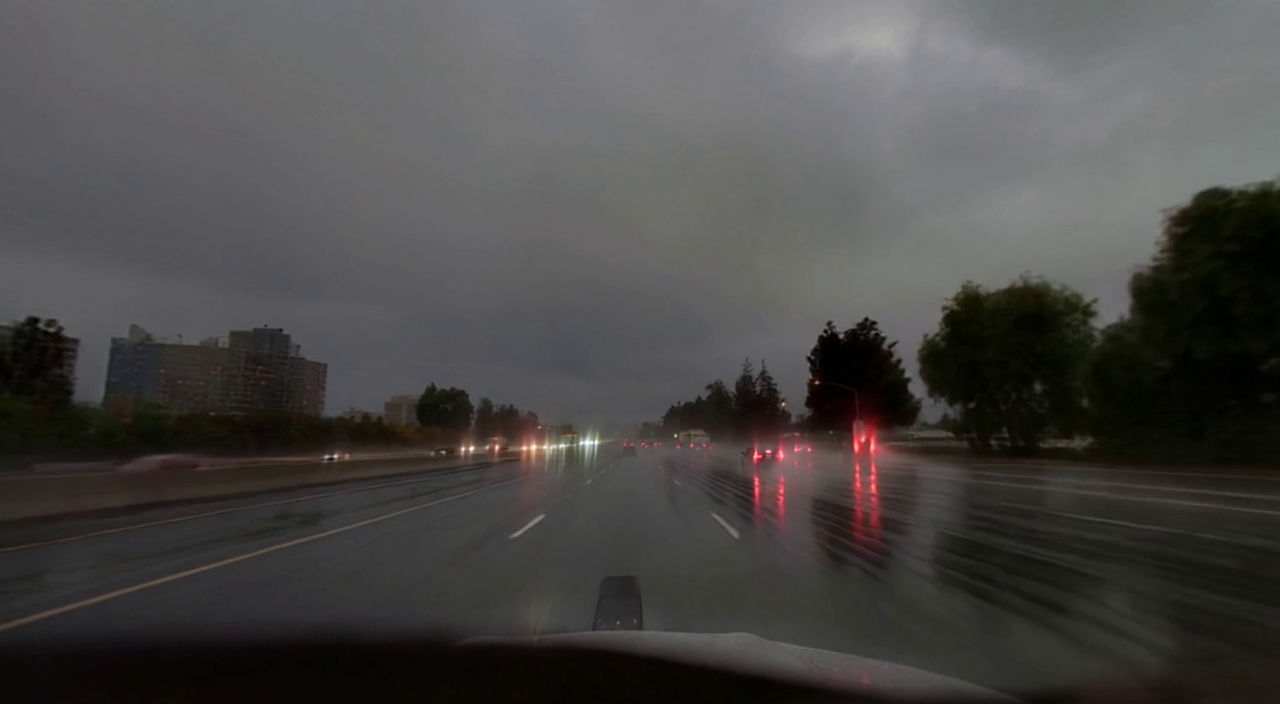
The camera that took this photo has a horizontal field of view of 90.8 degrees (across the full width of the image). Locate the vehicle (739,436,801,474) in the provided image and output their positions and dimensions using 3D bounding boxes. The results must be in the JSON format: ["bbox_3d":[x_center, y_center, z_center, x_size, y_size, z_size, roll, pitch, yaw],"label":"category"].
[{"bbox_3d":[6.236,4.974,30.790,2.030,1.706,4.279,0,-9,-1],"label":"vehicle"}]
